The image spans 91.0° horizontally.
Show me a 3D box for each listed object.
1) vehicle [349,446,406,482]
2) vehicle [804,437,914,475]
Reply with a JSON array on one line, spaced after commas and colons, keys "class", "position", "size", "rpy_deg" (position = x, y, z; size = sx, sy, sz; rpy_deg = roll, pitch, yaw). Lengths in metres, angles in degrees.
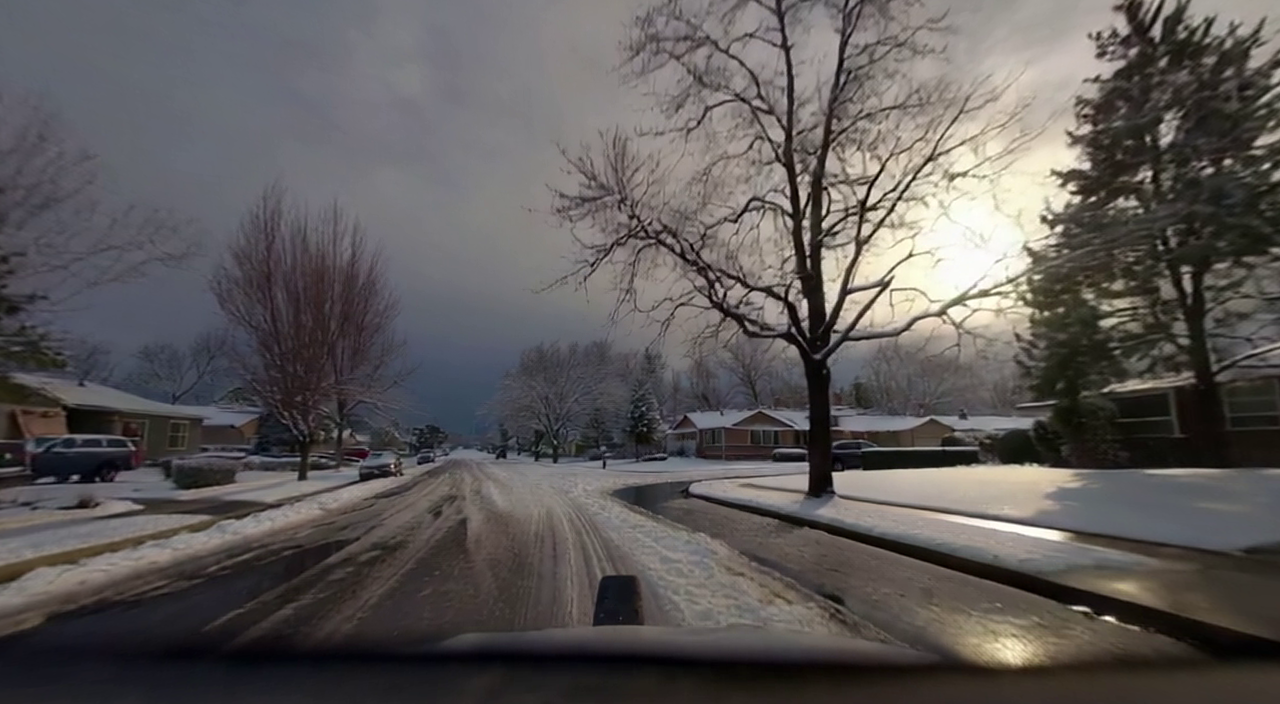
[{"class": "vehicle", "position": [-12.783, 5.454, 30.864], "size": [1.938, 1.499, 4.290], "rpy_deg": [-1, -9, -14]}, {"class": "vehicle", "position": [11.120, 5.236, 32.044], "size": [4.933, 1.817, 2.014], "rpy_deg": [2, -8, -17]}]
